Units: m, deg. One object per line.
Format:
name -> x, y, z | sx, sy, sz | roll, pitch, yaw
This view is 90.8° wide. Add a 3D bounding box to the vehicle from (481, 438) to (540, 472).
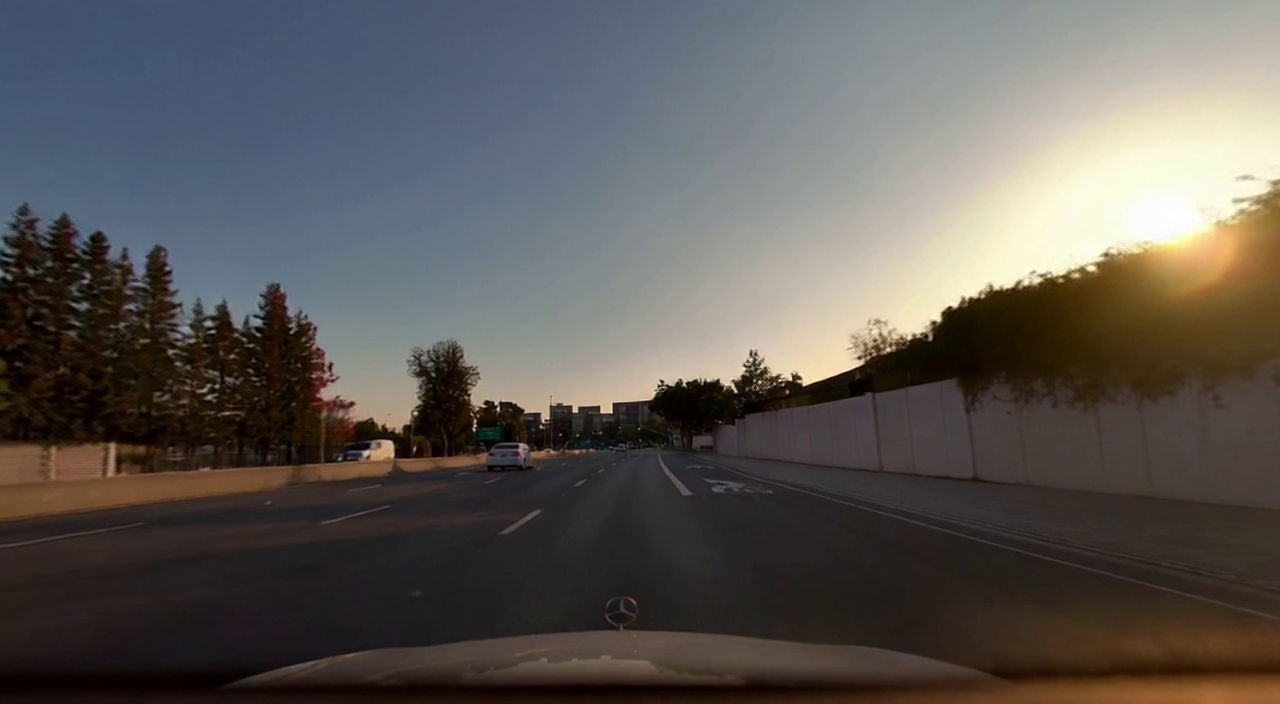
vehicle -> -7.023, 5.646, 34.835 | 2.115, 1.711, 4.722 | 0, -9, 2
